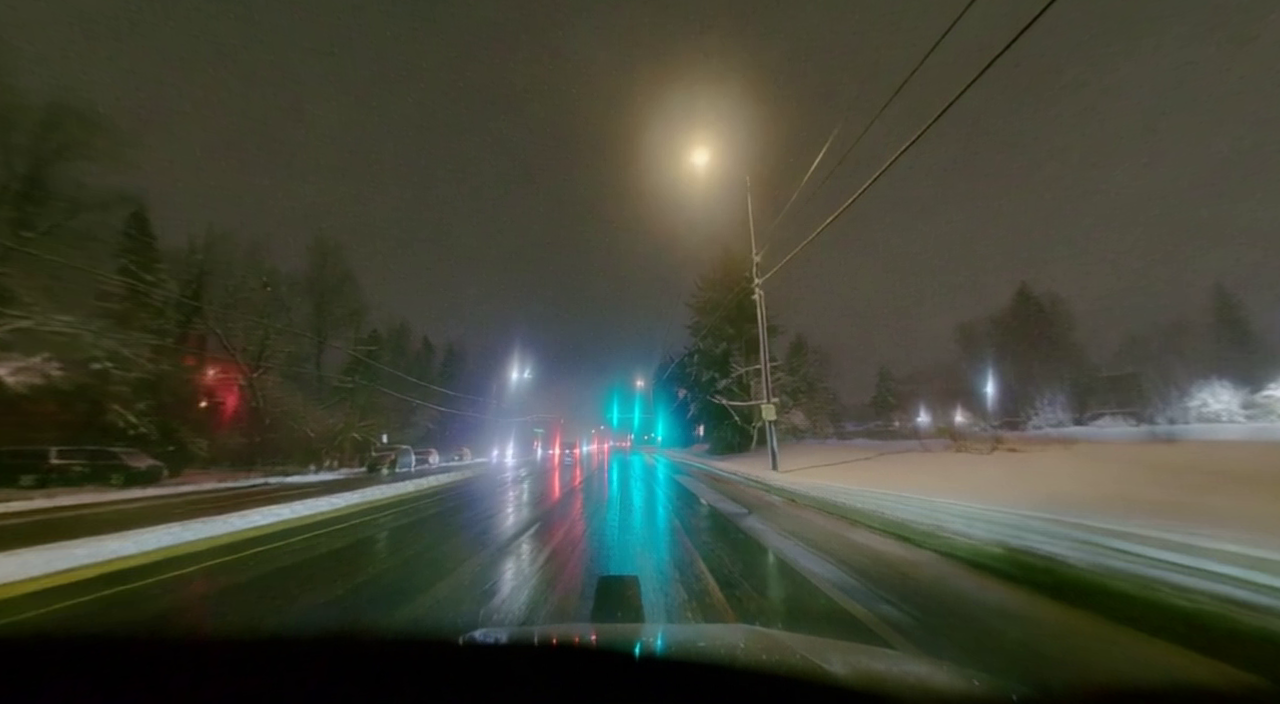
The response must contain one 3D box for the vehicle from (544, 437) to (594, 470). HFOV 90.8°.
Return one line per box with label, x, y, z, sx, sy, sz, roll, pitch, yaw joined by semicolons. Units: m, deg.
vehicle;-3.441;5.021;31.427;2.030;1.467;4.251;0;-8;-1
